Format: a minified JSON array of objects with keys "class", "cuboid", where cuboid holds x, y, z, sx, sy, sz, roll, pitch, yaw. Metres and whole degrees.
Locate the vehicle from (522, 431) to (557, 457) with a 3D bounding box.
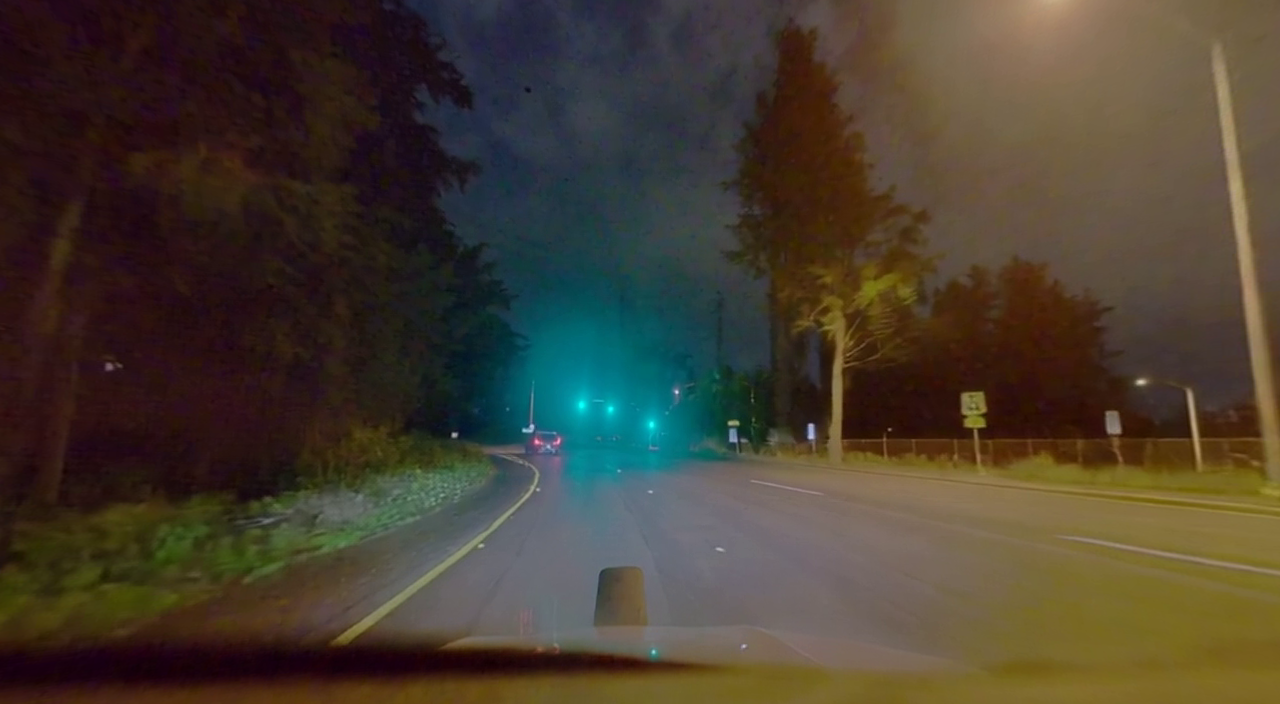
[{"class":"vehicle","cuboid":[-7.261,6.620,45.038,1.947,1.729,4.051,2,-9,-17]}]
